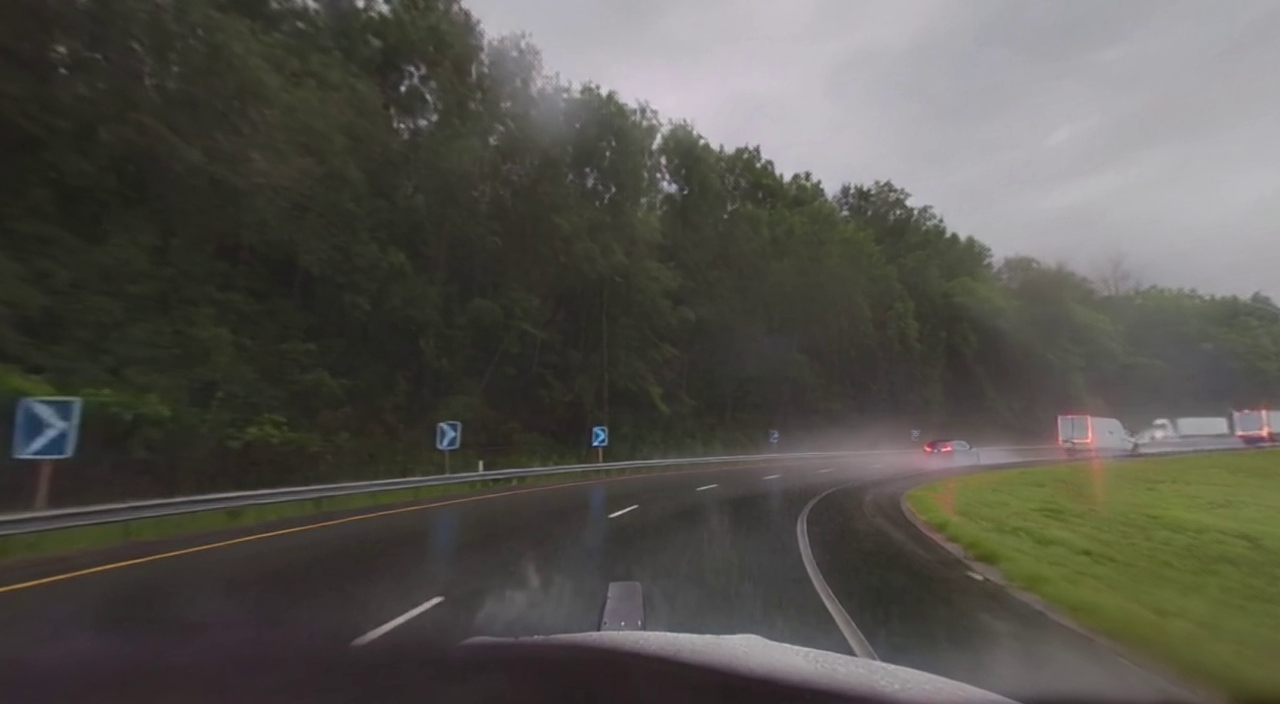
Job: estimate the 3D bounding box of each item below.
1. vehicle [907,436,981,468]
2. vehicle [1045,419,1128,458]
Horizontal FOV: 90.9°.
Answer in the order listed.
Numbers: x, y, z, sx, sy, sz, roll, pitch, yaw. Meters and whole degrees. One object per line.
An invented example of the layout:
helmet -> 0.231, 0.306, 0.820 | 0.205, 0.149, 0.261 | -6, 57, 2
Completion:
vehicle -> 17.196, 5.631, 35.586 | 4.325, 1.674, 2.221 | 8, -12, -42
vehicle -> 34.284, 6.658, 48.387 | 5.981, 2.823, 2.498 | 4, -10, -27
